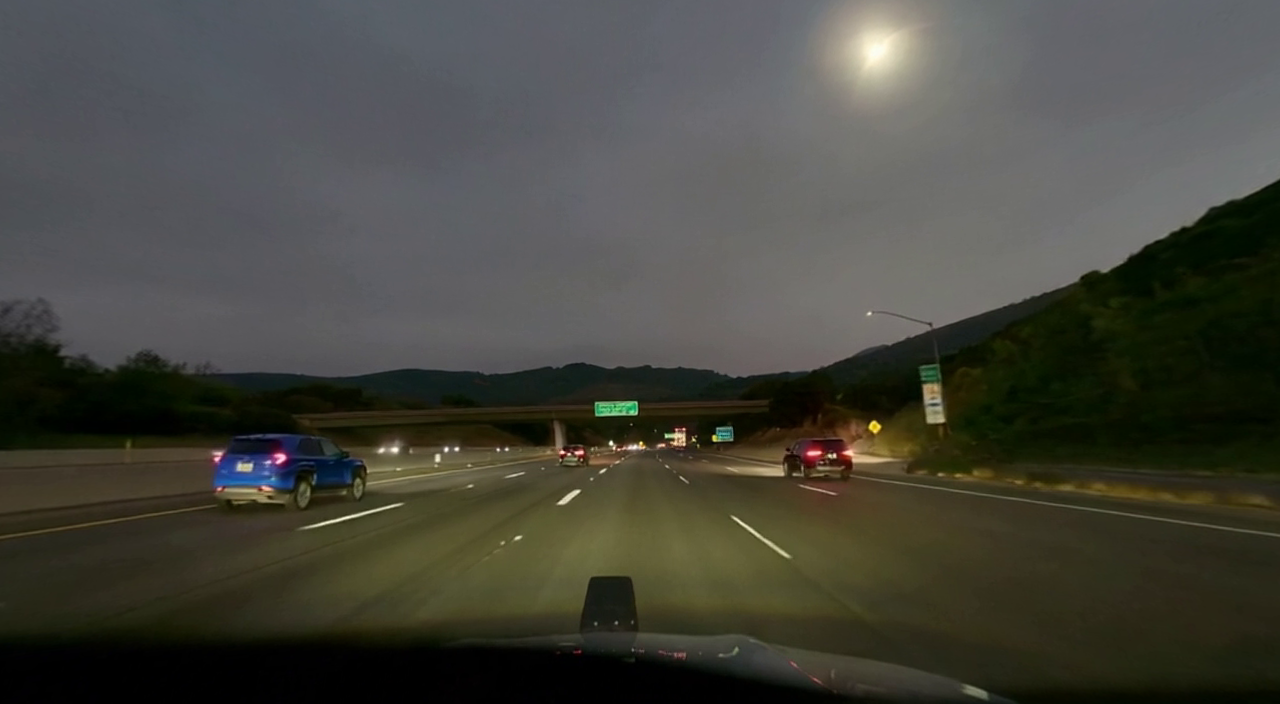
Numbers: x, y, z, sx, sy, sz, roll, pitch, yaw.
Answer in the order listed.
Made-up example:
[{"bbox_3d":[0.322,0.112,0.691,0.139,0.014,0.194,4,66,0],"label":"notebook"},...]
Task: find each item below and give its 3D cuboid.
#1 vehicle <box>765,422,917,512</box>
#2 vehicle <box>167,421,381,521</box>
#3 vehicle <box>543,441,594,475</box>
[{"bbox_3d":[4.330,2.571,14.513,1.950,1.719,4.545,0,-9,0],"label":"vehicle"},{"bbox_3d":[-7.170,2.369,13.007,1.860,1.694,4.173,0,-9,0],"label":"vehicle"},{"bbox_3d":[-3.346,5.069,30.464,1.925,1.509,4.363,0,-9,0],"label":"vehicle"}]
